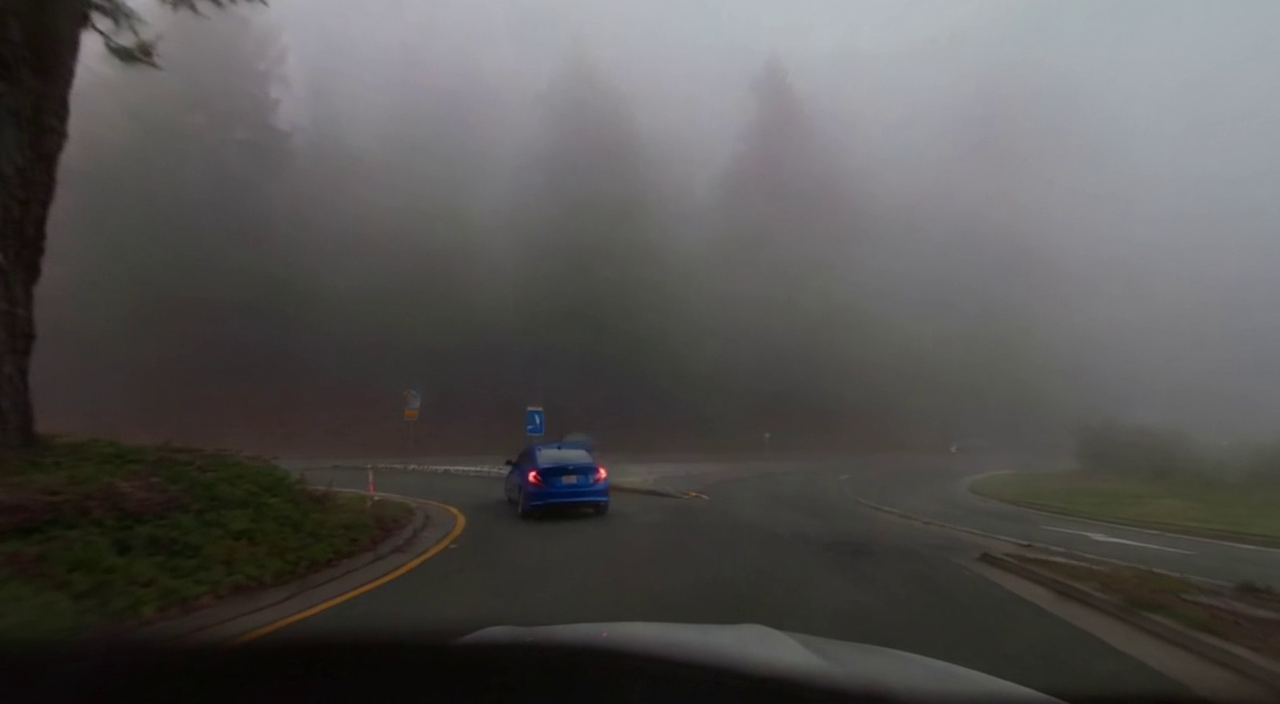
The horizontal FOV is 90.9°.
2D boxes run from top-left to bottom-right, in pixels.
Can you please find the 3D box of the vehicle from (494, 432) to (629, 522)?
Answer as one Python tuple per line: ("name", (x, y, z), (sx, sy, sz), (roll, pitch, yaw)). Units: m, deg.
("vehicle", (-1.847, 2.608, 13.644), (2.078, 1.607, 4.010), (3, -10, -19))
